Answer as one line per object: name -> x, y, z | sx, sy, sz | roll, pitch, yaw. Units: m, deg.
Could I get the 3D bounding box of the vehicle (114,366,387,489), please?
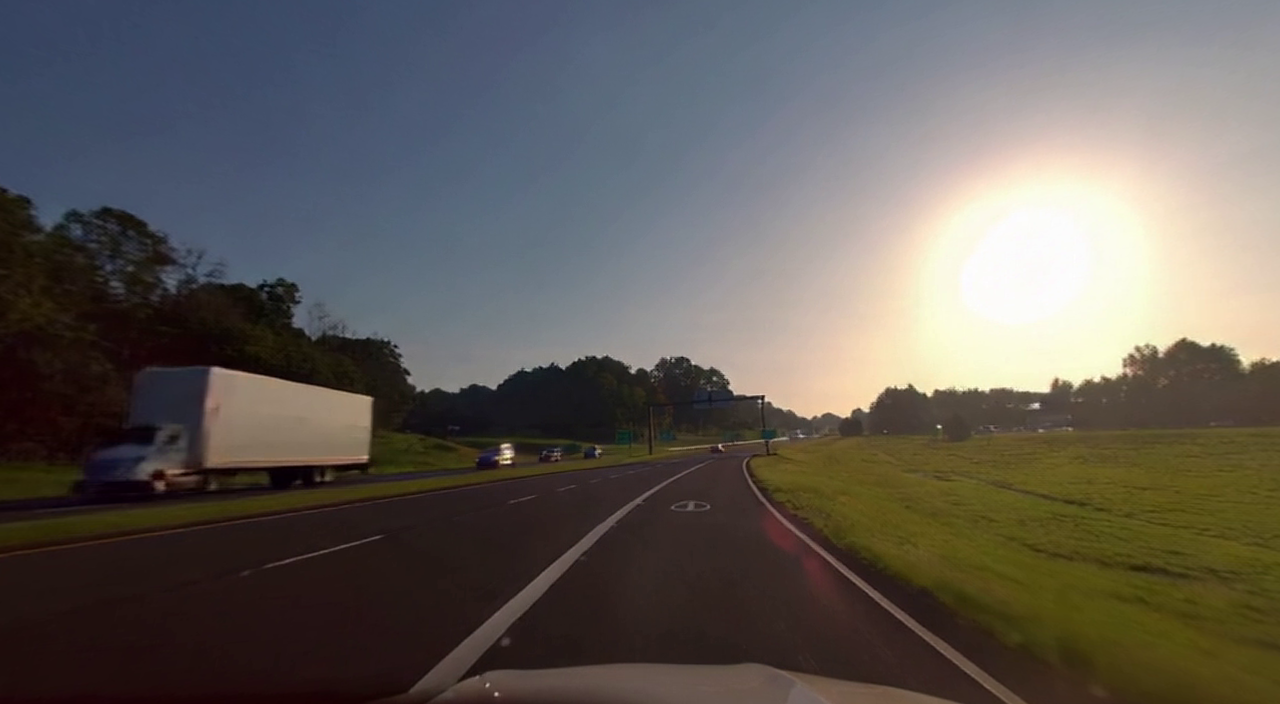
vehicle -> -13.063, 2.868, 22.681 | 2.965, 3.507, 9.019 | -2, -9, 9

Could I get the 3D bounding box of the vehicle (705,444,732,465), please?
vehicle -> 5.755, 7.493, 46.002 | 1.807, 1.427, 3.645 | -2, -9, 9

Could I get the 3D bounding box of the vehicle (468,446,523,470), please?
vehicle -> -9.400, 6.938, 41.389 | 1.908, 1.447, 4.337 | -2, -9, 10
